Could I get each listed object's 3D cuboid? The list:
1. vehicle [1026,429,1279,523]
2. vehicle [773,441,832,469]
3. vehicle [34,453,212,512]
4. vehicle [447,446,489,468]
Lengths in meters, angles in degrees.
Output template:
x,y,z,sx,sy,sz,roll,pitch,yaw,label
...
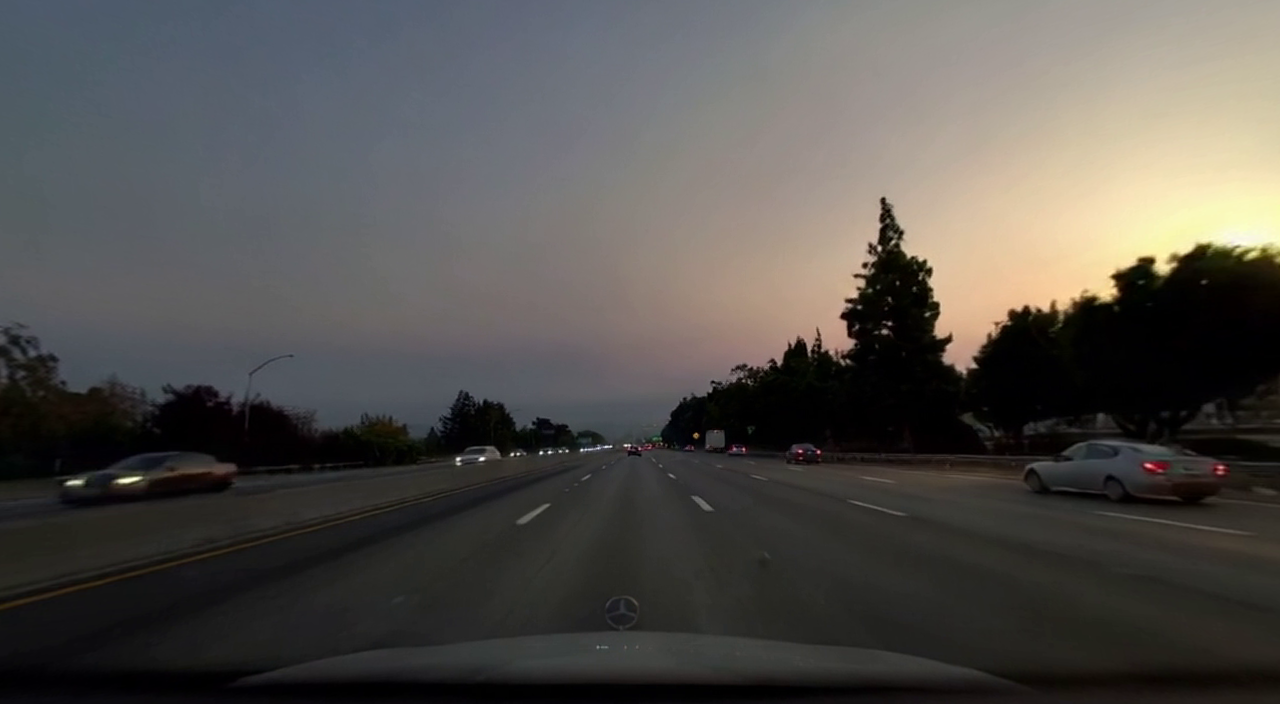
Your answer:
x,y,z,sx,sy,sz,roll,pitch,yaw,label
10.488,2.421,12.972,1.962,1.536,4.945,0,-9,-1,vehicle
9.426,6.017,37.056,2.075,1.496,4.573,0,-9,-2,vehicle
-14.697,3.686,18.286,1.895,1.444,3.835,0,-9,0,vehicle
-10.623,6.485,39.196,1.563,1.226,3.690,1,-8,-1,vehicle
